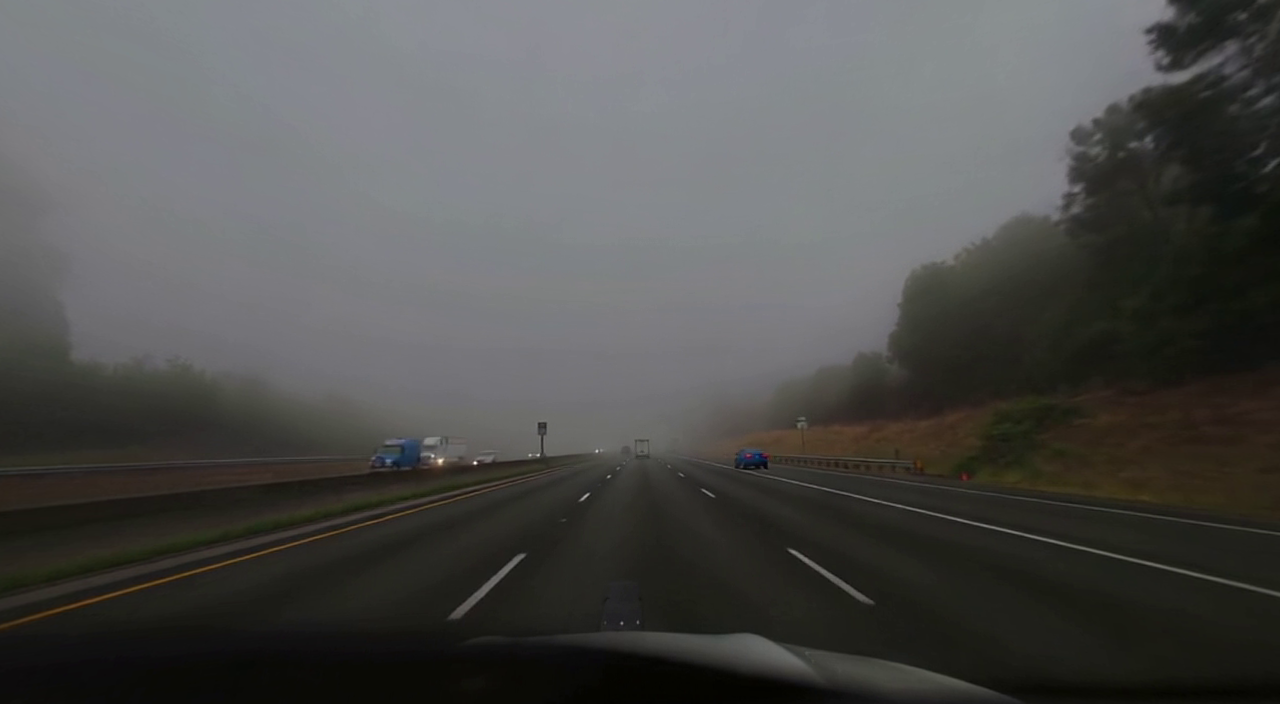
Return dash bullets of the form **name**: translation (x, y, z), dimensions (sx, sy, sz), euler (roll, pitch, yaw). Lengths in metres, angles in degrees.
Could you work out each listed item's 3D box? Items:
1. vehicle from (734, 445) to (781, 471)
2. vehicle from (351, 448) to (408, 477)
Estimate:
- **vehicle**: translation (7.041, 6.395, 38.151), dimensions (1.967, 1.472, 3.751), euler (0, -9, -3)
- **vehicle**: translation (-19.397, 8.215, 47.226), dimensions (2.091, 2.078, 5.210), euler (0, -9, -1)
